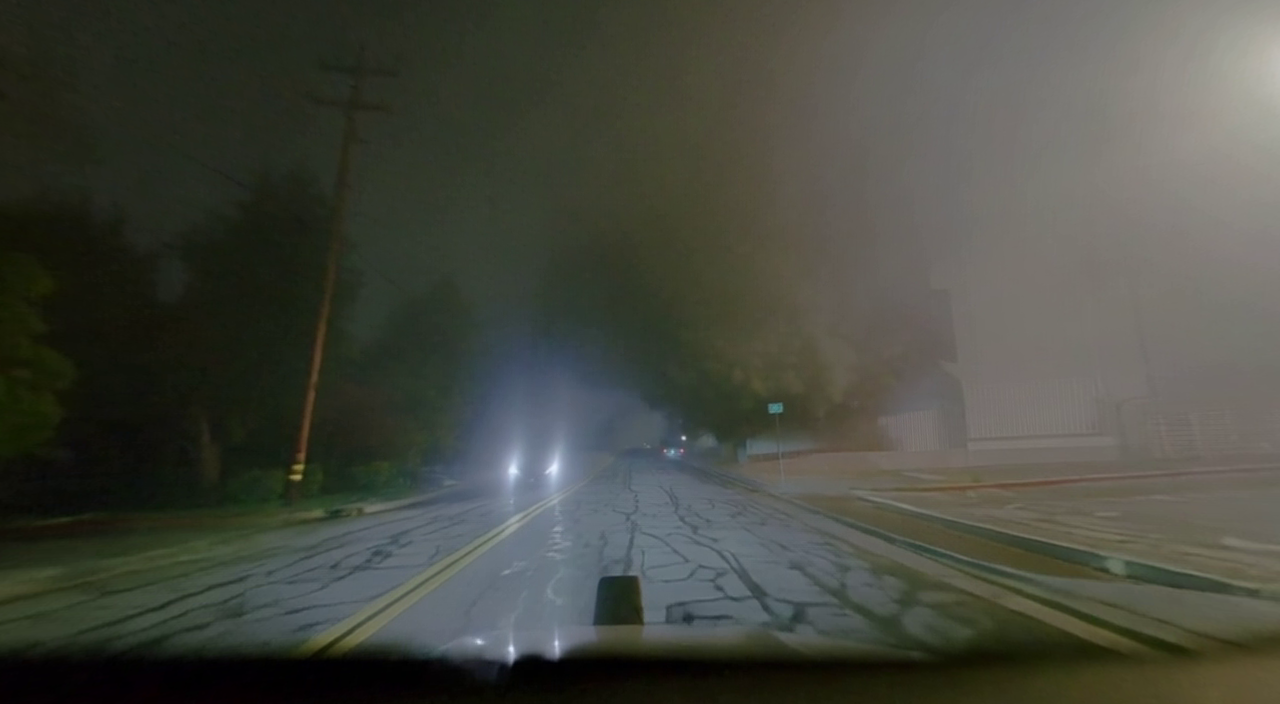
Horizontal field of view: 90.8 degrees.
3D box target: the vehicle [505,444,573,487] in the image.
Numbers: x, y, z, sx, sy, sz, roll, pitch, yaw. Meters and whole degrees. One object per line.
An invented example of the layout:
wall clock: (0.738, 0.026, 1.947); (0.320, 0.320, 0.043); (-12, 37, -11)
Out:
vehicle: (-3.765, 4.293, 24.229); (1.959, 1.473, 4.115); (0, -8, 0)
